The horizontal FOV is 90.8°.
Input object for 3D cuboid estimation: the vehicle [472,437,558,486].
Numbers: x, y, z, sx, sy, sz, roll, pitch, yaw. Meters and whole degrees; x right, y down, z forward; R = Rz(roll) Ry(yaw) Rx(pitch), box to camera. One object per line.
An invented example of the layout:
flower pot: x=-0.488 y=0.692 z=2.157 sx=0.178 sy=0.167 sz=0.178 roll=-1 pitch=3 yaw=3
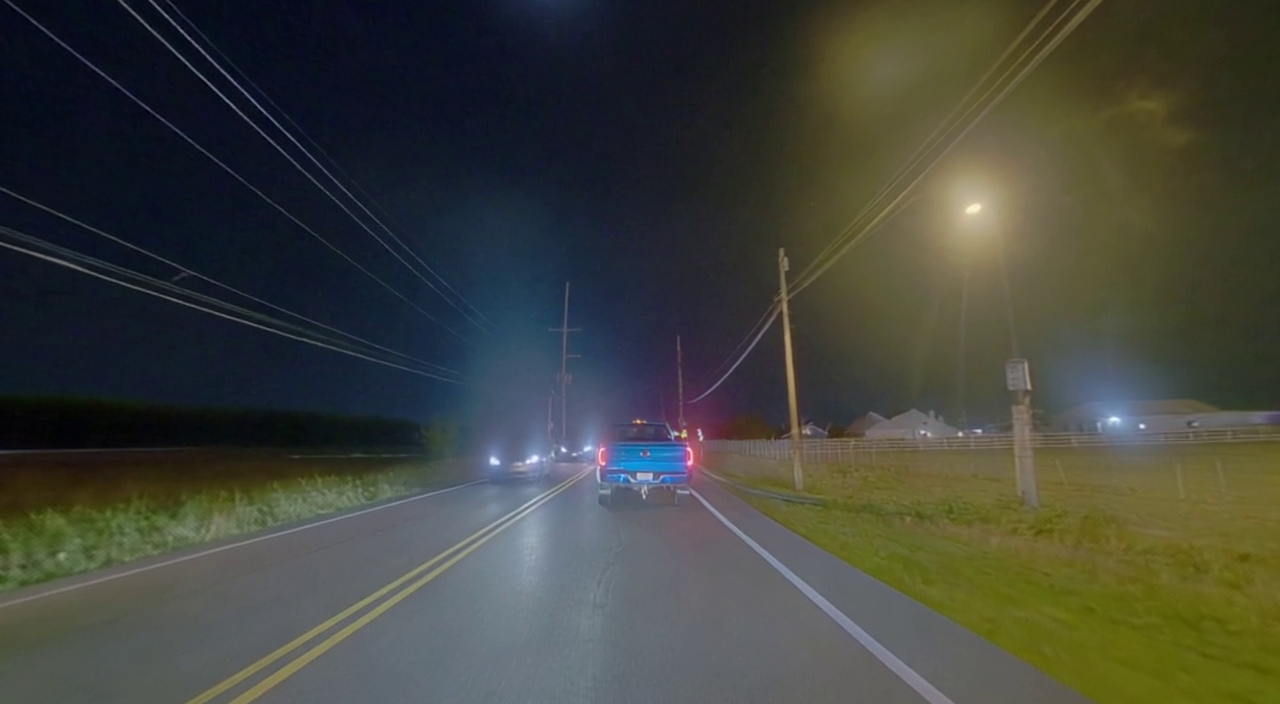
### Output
vehicle: x=-4.086 y=3.654 z=21.419 sx=1.935 sy=1.489 sz=4.495 roll=0 pitch=-8 yaw=1

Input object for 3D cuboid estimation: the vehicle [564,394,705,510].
vehicle: x=-0.155 y=2.350 z=15.146 sx=2.693 sy=2.223 sz=5.885 roll=0 pitch=-8 yaw=-1
